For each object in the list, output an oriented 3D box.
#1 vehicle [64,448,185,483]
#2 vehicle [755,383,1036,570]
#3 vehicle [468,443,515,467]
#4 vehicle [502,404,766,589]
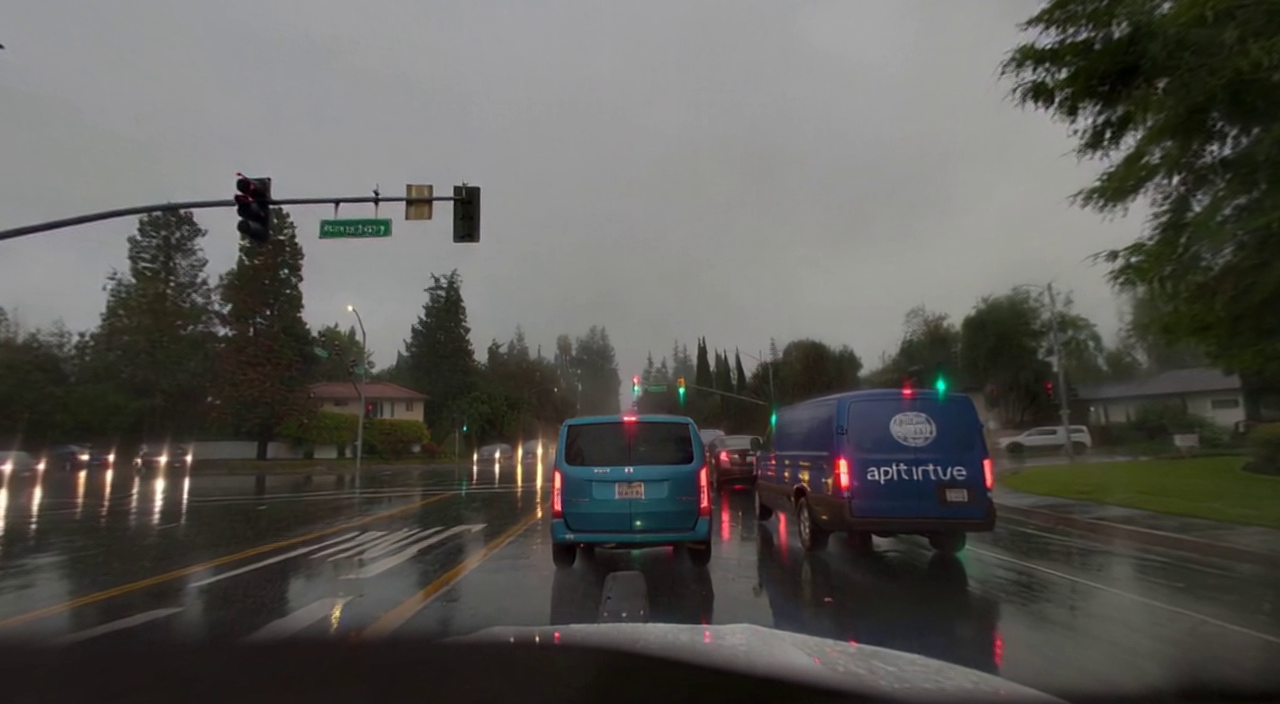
[{"bbox_3d":[-25.256,5.543,30.916,4.073,1.603,1.920,1,-8,-9],"label":"vehicle"},{"bbox_3d":[3.044,1.596,8.704,2.059,1.924,4.257,0,-8,0],"label":"vehicle"},{"bbox_3d":[-9.901,6.901,42.166,1.881,1.515,4.262,0,-8,3],"label":"vehicle"},{"bbox_3d":[-0.046,1.598,7.794,2.321,1.624,4.367,0,-8,0],"label":"vehicle"}]
